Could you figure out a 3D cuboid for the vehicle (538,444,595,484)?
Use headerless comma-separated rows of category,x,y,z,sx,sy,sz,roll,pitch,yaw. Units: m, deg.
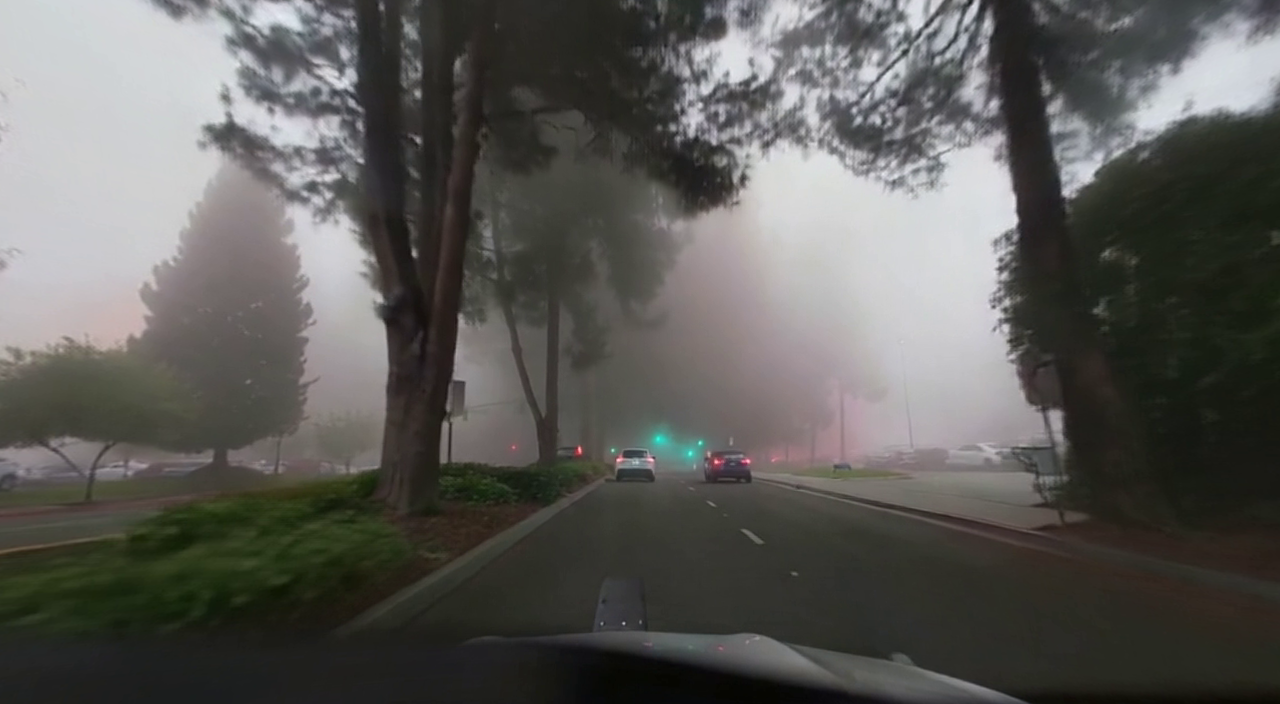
vehicle,-3.380,5.252,29.968,2.047,1.710,4.314,0,-8,2

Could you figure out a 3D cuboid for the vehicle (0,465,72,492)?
vehicle,-39.649,8.168,40.952,1.750,1.462,4.400,1,-8,-6

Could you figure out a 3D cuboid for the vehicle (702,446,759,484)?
vehicle,3.934,4.973,28.101,1.847,1.554,4.052,0,-8,-1

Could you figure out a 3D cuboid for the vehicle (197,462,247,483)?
vehicle,-32.257,9.292,48.783,1.742,1.411,4.415,2,-9,-13

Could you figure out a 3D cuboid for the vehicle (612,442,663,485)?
vehicle,-0.050,4.768,27.247,2.022,1.700,4.084,0,-8,2
